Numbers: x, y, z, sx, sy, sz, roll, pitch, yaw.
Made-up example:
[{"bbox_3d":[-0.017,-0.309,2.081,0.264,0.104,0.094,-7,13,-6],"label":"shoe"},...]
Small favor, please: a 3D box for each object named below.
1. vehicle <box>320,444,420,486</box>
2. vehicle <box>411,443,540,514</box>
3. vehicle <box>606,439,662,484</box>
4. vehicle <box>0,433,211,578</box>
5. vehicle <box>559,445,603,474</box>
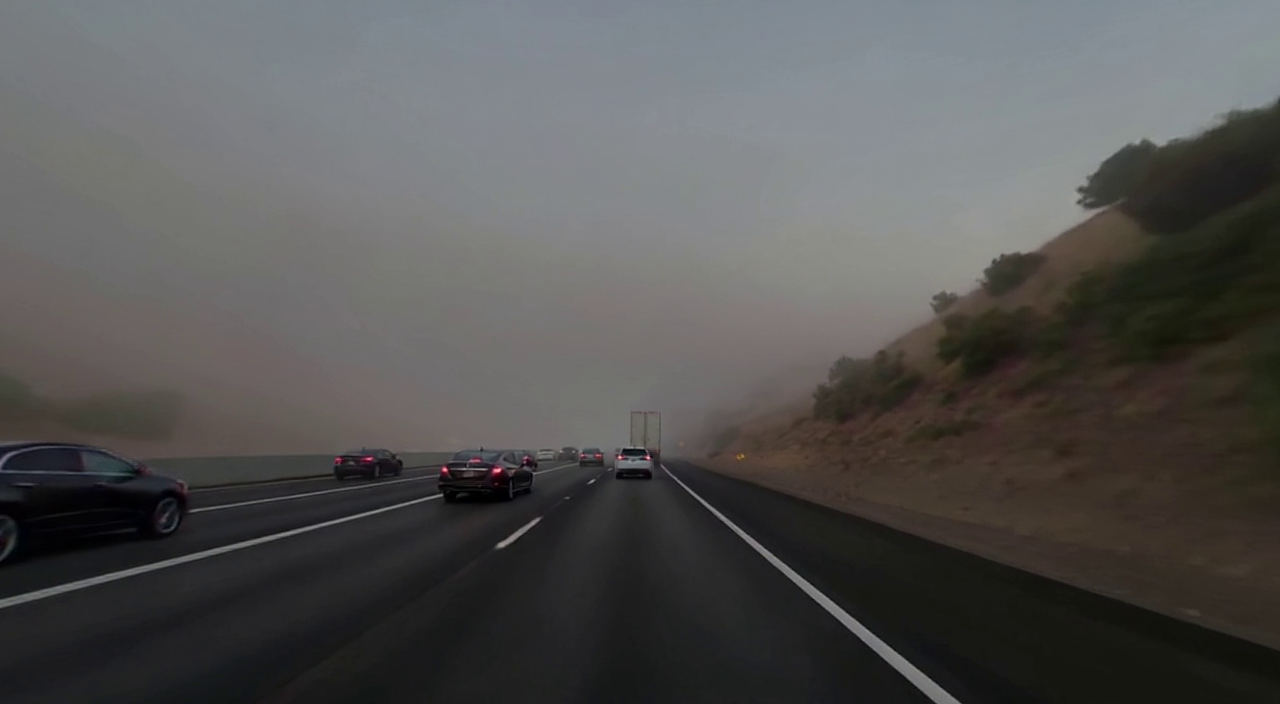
[{"bbox_3d":[-10.708,4.489,25.402,1.950,1.507,4.527,1,-9,1],"label":"vehicle"},{"bbox_3d":[-3.884,3.061,15.811,1.943,1.468,4.547,1,-9,1],"label":"vehicle"},{"bbox_3d":[-0.245,4.814,27.958,2.281,1.795,4.297,1,-9,0],"label":"vehicle"},{"bbox_3d":[-7.713,1.752,7.586,2.029,1.507,4.204,1,-9,1],"label":"vehicle"},{"bbox_3d":[-3.540,6.587,38.843,2.155,1.661,4.477,0,-9,1],"label":"vehicle"}]
